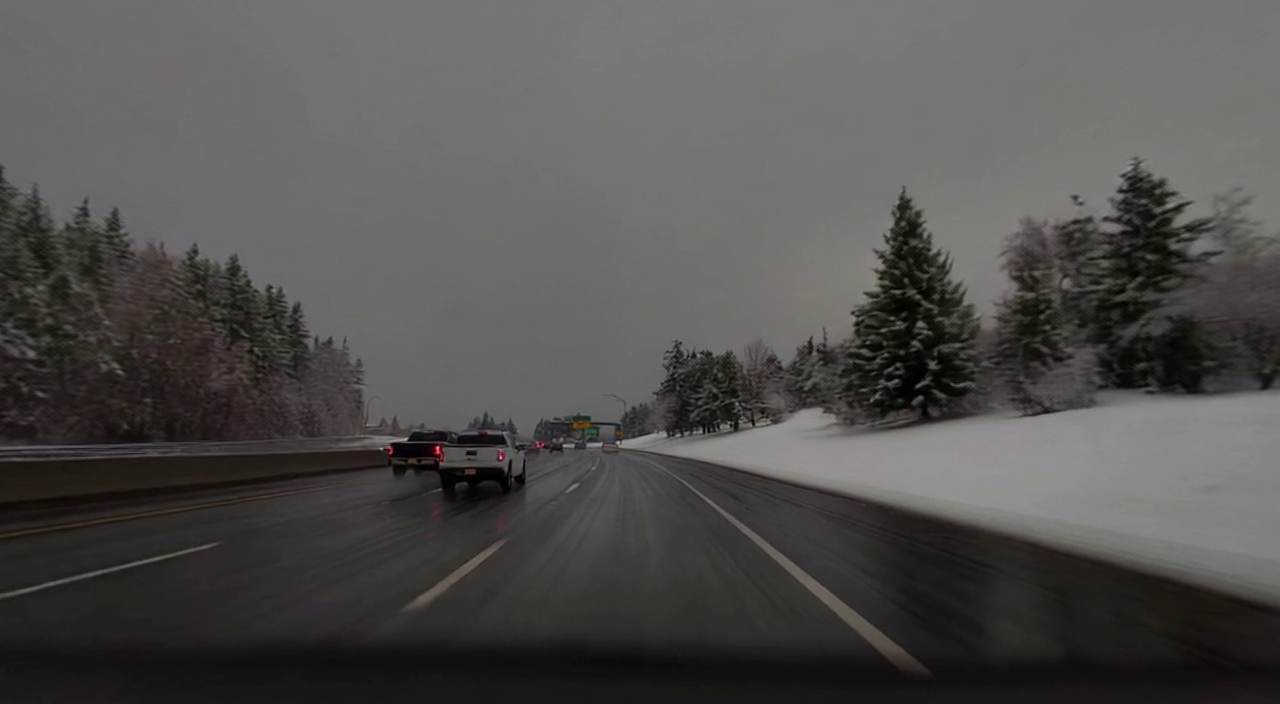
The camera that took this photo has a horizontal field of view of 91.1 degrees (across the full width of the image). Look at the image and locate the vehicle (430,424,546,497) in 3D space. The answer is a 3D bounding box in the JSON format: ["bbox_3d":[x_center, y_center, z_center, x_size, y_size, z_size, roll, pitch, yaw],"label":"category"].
[{"bbox_3d":[-4.187,3.086,18.273,2.142,1.789,5.009,0,-8,0],"label":"vehicle"}]

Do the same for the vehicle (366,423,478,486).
[{"bbox_3d":[-7.552,3.614,22.419,2.160,1.949,5.293,0,-8,-1],"label":"vehicle"}]
